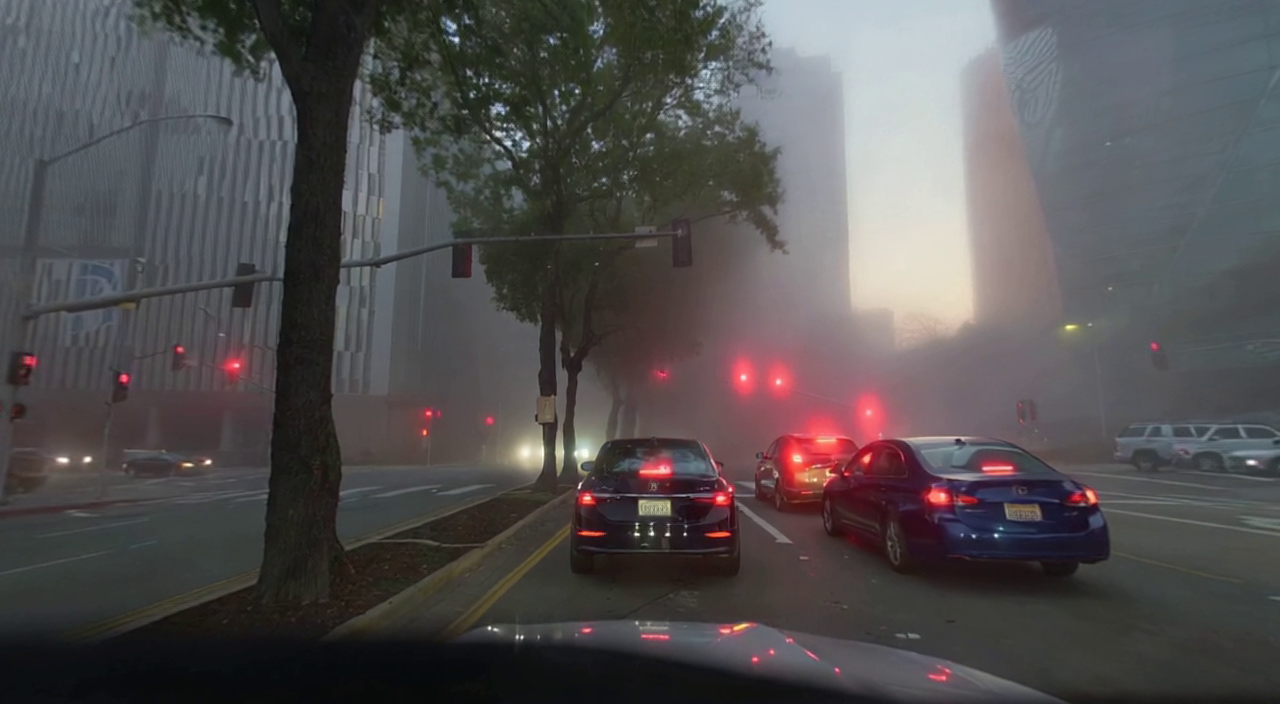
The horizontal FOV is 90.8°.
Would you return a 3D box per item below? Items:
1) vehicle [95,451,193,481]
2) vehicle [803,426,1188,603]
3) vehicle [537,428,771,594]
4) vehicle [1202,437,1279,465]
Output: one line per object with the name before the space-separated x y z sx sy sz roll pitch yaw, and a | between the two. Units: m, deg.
vehicle | -26.665 6.128 34.042 3.657 1.528 1.783 1 -9 -3
vehicle | 3.643 1.739 7.735 2.018 1.491 4.544 0 -9 -1
vehicle | 0.093 1.734 7.725 2.087 1.468 4.014 0 -9 -1
vehicle | 35.206 5.635 36.132 4.190 1.535 1.998 0 -9 -1
